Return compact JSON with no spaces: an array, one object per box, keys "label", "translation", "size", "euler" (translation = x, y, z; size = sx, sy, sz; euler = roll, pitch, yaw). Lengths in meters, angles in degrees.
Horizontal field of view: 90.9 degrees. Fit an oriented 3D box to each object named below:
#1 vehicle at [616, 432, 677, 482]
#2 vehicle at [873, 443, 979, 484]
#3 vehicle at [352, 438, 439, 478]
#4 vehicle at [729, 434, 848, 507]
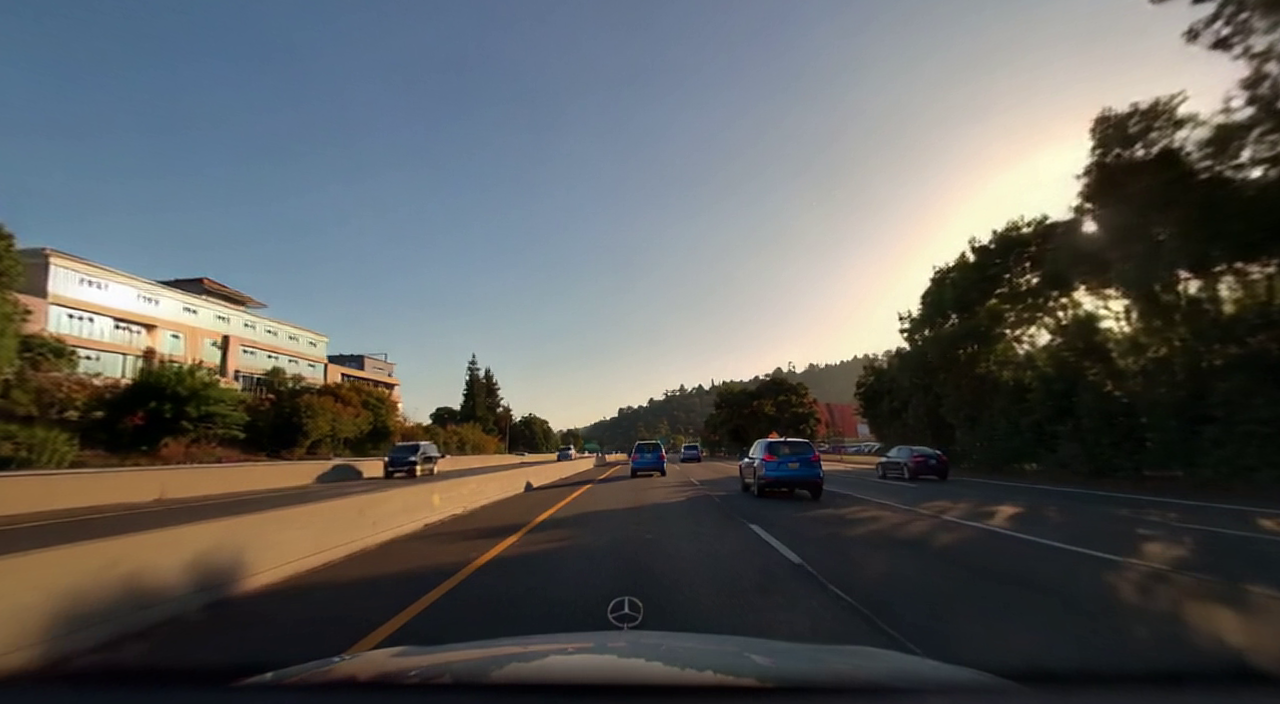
[{"label":"vehicle","translation":[0.263,4.265,25.842],"size":[2.290,1.862,4.454],"euler":[0,-8,0]},{"label":"vehicle","translation":[10.990,4.294,24.638],"size":[2.027,1.446,4.470],"euler":[0,-8,0]},{"label":"vehicle","translation":[-14.204,6.207,37.223],"size":[2.631,2.140,6.216],"euler":[0,-8,0]},{"label":"vehicle","translation":[3.584,2.935,16.085],"size":[2.042,1.592,4.047],"euler":[0,-8,0]}]
